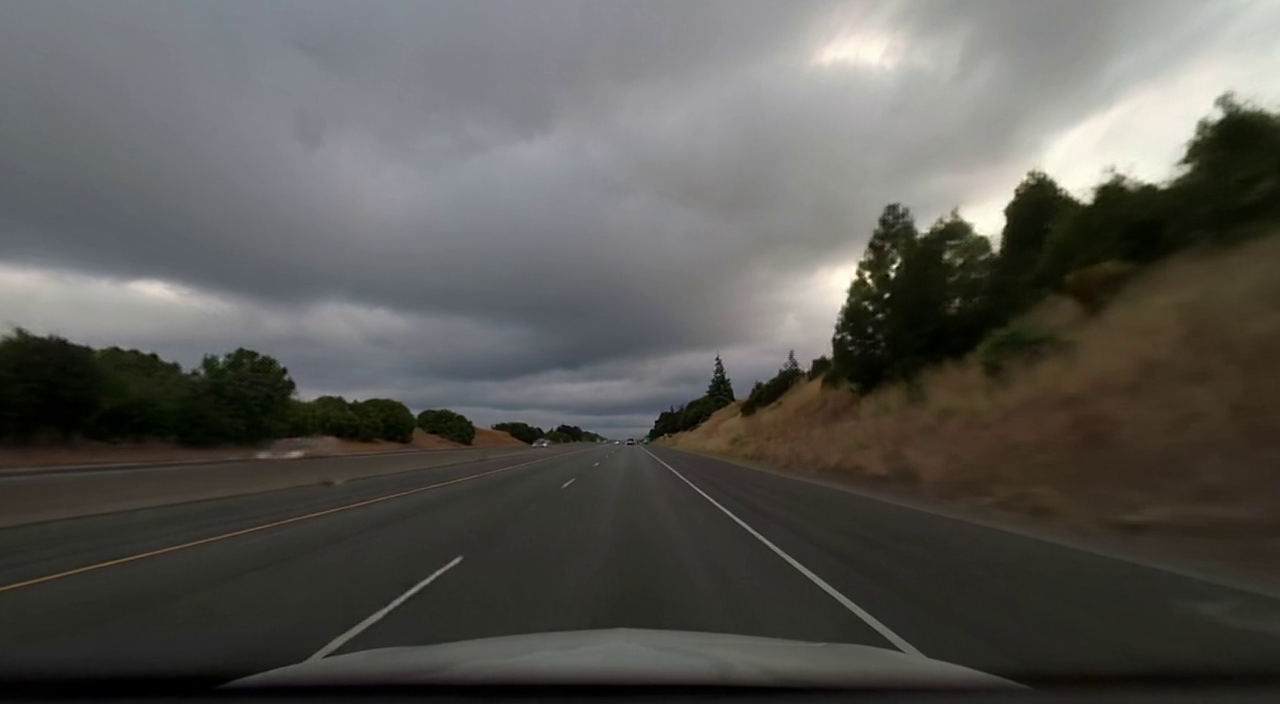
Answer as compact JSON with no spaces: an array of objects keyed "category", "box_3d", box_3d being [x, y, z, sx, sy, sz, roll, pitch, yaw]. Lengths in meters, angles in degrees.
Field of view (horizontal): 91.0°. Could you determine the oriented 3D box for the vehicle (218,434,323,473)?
[{"category":"vehicle","box_3d":[-15.011,4.126,25.843,1.834,1.447,4.030,0,-8,0]}]
